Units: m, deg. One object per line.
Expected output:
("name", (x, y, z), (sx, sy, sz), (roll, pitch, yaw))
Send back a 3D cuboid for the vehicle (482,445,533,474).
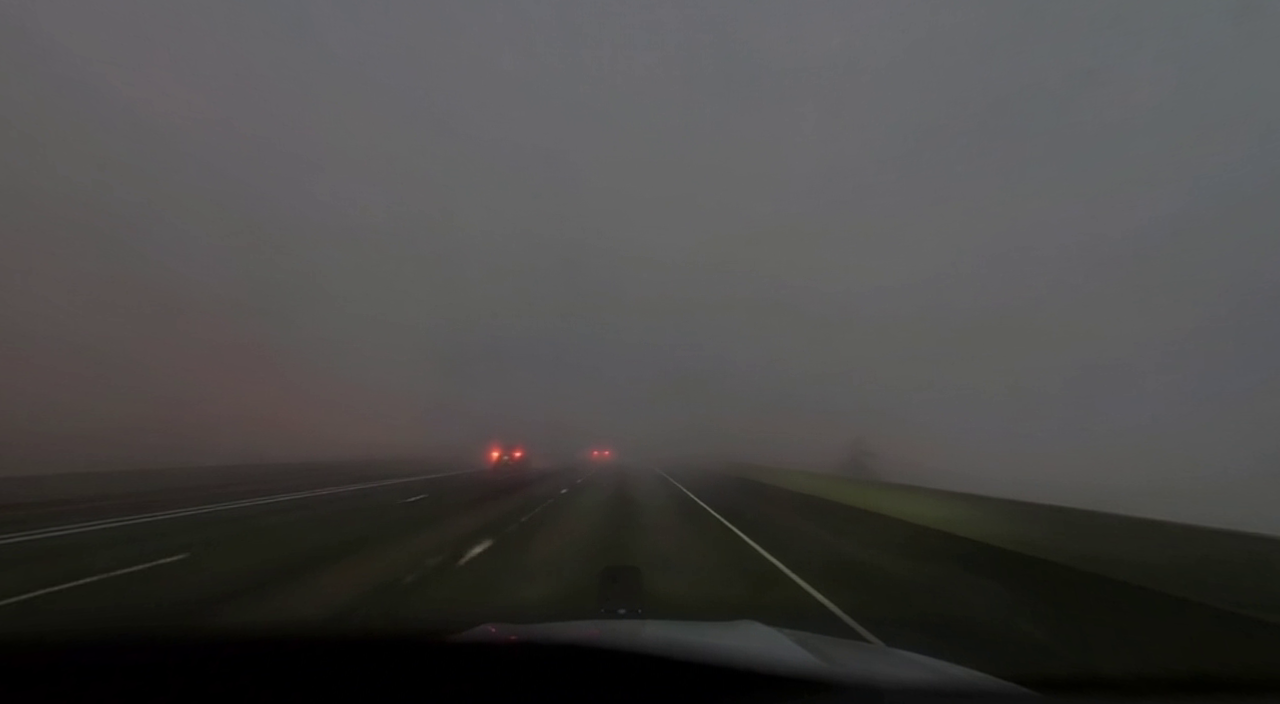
("vehicle", (-7.792, 6.369, 37.580), (2.098, 1.606, 4.227), (0, -9, 0))
